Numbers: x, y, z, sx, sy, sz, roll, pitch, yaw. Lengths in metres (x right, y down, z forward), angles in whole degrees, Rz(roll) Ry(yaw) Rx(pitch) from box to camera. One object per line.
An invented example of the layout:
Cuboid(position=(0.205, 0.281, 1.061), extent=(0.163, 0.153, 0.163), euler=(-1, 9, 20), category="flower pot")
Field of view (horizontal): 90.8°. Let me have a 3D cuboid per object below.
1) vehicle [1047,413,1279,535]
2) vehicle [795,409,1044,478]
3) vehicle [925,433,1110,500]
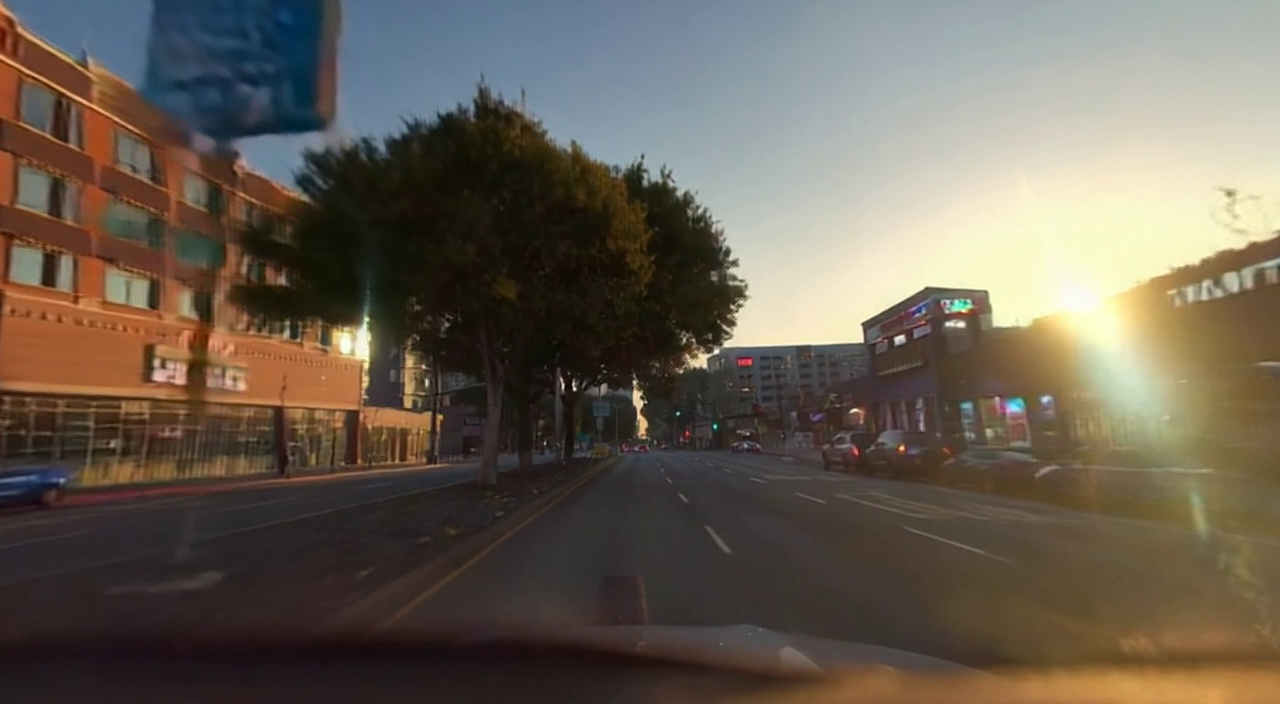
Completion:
Cuboid(position=(9.949, 2.158, 11.694), extent=(1.925, 1.808, 4.255), euler=(0, -9, 0), category="vehicle")
Cuboid(position=(9.844, 3.573, 23.715), extent=(6.552, 2.004, 6.229), euler=(-2, -11, 2), category="vehicle")
Cuboid(position=(9.755, 2.992, 16.907), extent=(1.876, 1.511, 4.726), euler=(0, -9, -2), category="vehicle")
